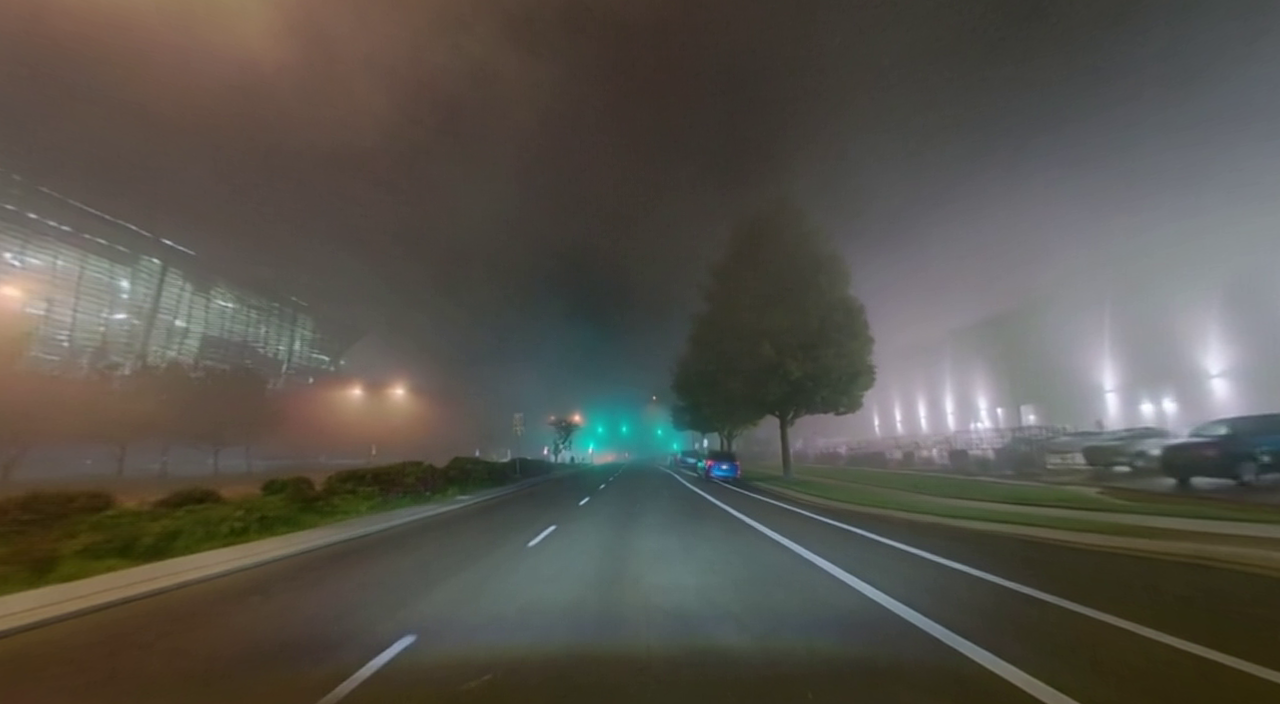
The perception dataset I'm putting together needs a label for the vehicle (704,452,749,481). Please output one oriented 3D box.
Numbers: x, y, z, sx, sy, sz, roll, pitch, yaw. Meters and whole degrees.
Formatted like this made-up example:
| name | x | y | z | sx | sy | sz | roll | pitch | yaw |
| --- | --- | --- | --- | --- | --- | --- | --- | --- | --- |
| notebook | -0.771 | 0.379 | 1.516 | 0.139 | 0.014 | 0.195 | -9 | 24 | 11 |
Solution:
| name | x | y | z | sx | sy | sz | roll | pitch | yaw |
| --- | --- | --- | --- | --- | --- | --- | --- | --- | --- |
| vehicle | 4.856 | 6.504 | 36.072 | 1.909 | 1.503 | 4.368 | 0 | -8 | 0 |
